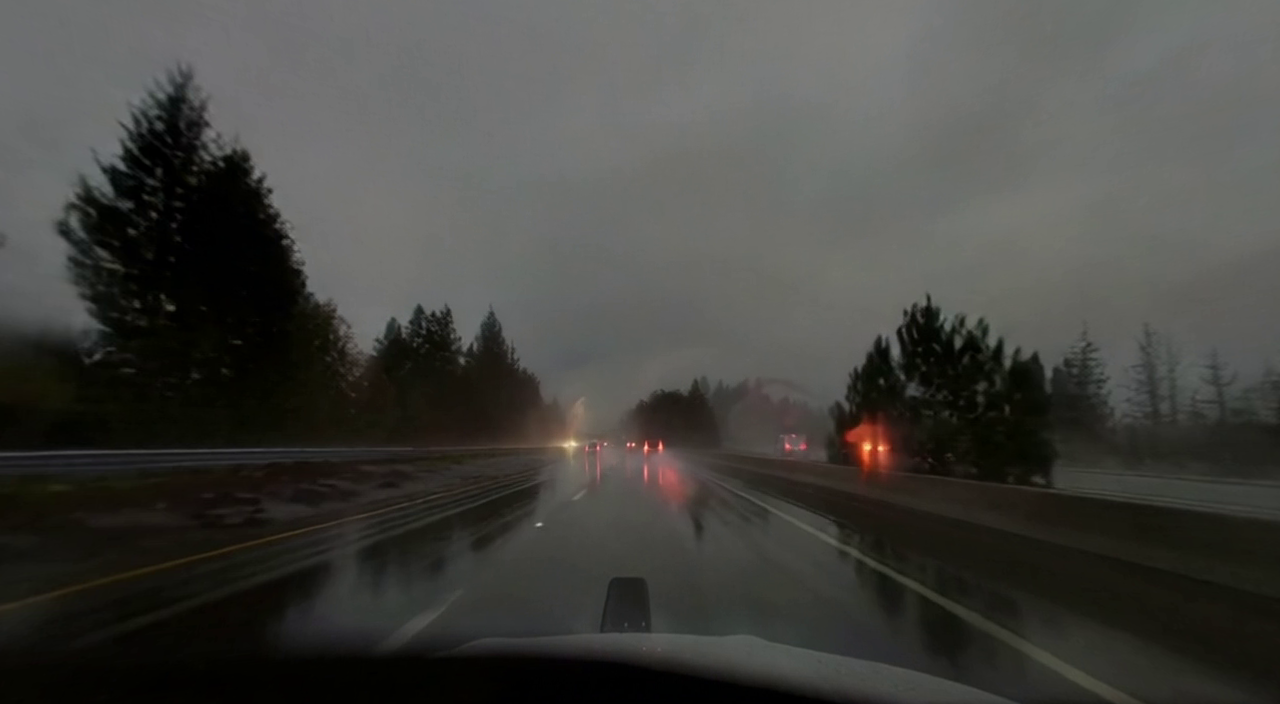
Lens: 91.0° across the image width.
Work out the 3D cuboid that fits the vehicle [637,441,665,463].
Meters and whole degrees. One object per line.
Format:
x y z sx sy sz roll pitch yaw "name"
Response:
0.758 7.283 46.104 1.966 1.542 3.979 0 -8 0 "vehicle"
